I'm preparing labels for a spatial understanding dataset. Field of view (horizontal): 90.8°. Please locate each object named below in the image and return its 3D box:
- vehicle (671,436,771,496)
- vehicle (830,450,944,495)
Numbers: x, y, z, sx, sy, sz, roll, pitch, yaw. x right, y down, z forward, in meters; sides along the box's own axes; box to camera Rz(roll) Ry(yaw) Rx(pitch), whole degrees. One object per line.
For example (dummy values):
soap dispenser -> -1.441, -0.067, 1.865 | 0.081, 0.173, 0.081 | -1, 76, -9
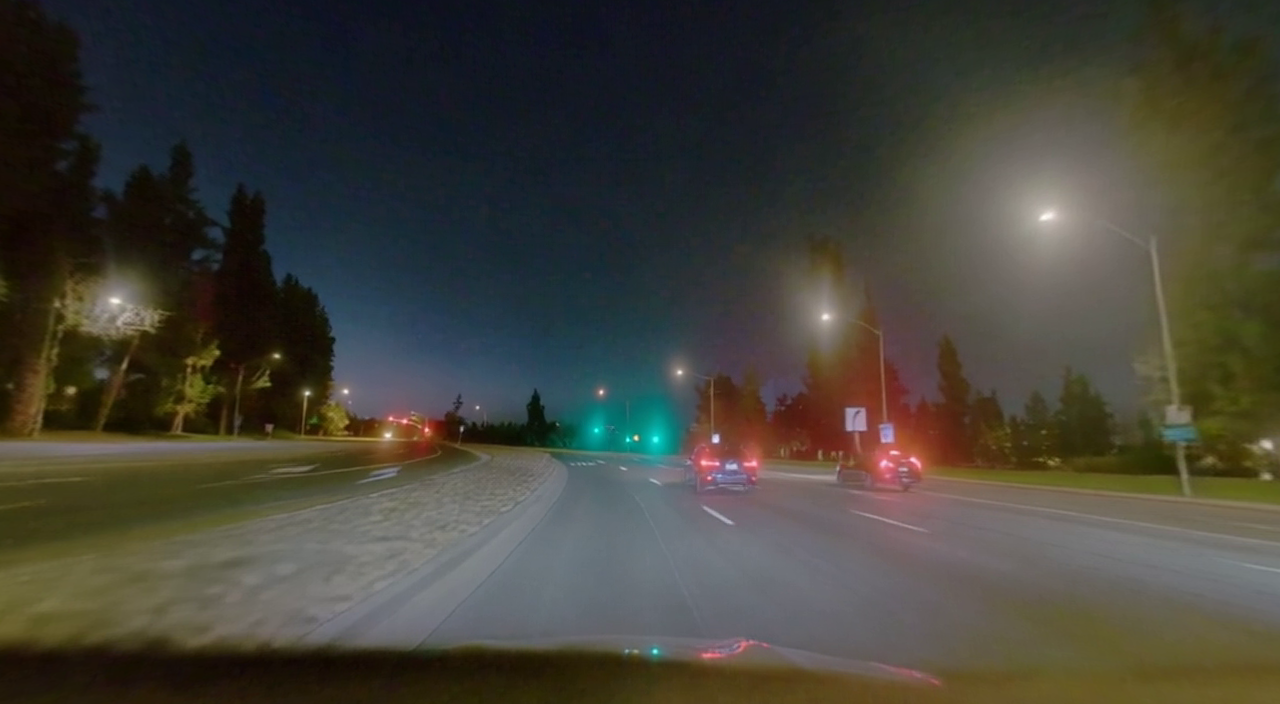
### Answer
vehicle -> 2.381, 3.513, 19.928 | 2.122, 1.646, 4.525 | 1, -8, -6
vehicle -> 8.975, 4.389, 23.505 | 1.940, 1.460, 4.652 | 1, -8, -7
